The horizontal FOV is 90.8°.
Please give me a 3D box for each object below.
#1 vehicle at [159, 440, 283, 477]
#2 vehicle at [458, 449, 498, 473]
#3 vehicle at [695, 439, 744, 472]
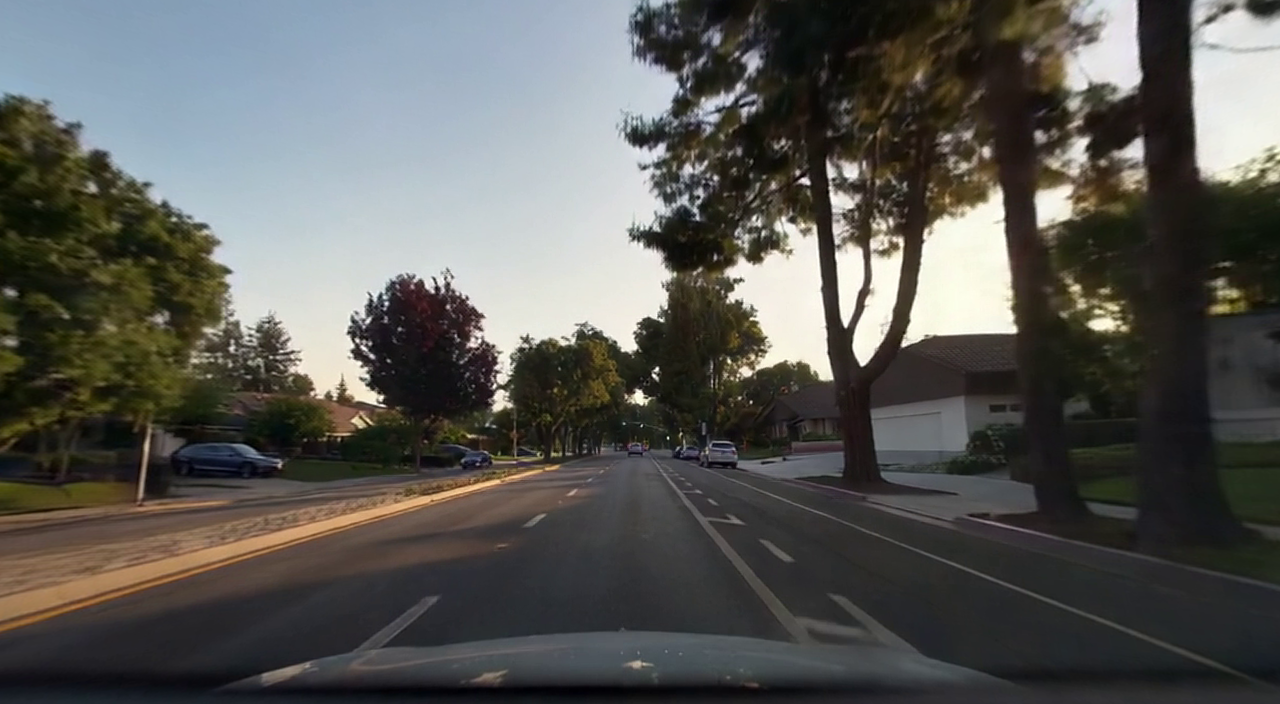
[{"bbox_3d":[-21.193,5.393,32.110,4.853,1.754,2.095,-1,-8,3],"label":"vehicle"},{"bbox_3d":[-12.444,8.368,48.857,1.939,1.537,4.197,-3,-7,0],"label":"vehicle"},{"bbox_3d":[4.649,6.162,37.800,2.180,1.782,4.790,0,-8,-2],"label":"vehicle"}]
